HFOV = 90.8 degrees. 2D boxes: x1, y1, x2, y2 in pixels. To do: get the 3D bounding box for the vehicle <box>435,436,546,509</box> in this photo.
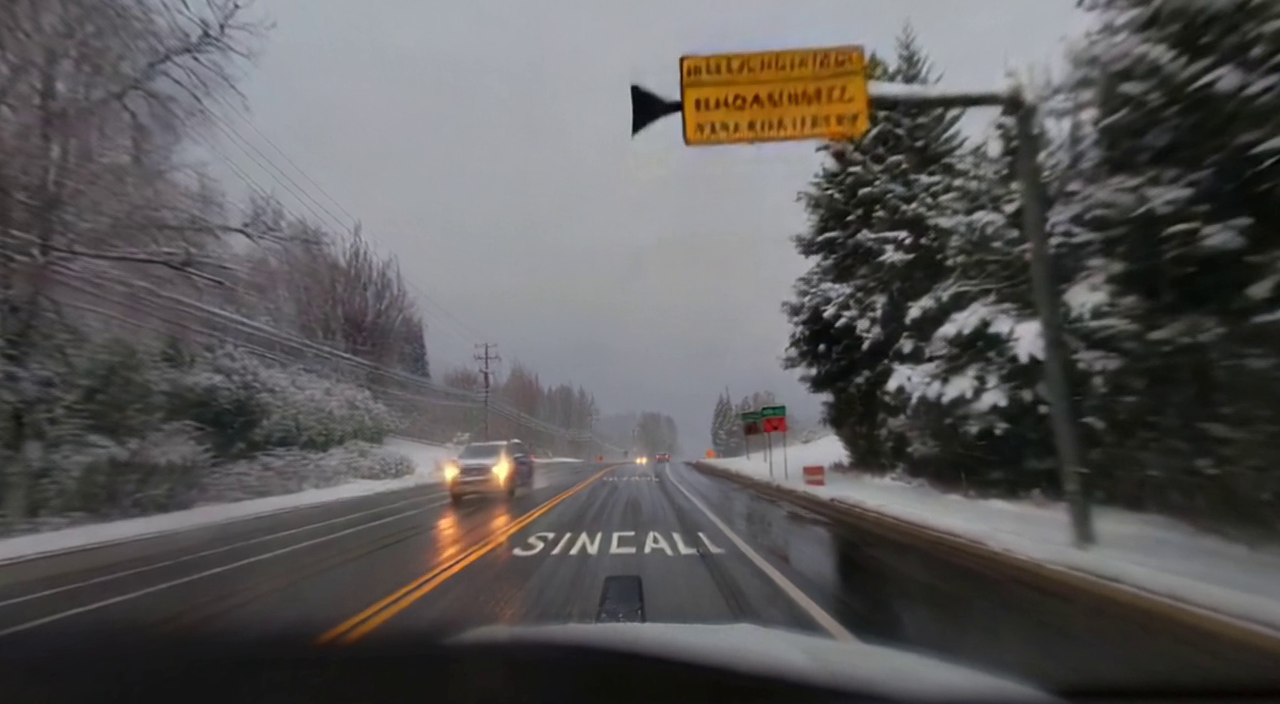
[{"bbox_3d":[-3.999,3.294,17.711,2.018,1.702,4.423,-2,-9,0],"label":"vehicle"}]
